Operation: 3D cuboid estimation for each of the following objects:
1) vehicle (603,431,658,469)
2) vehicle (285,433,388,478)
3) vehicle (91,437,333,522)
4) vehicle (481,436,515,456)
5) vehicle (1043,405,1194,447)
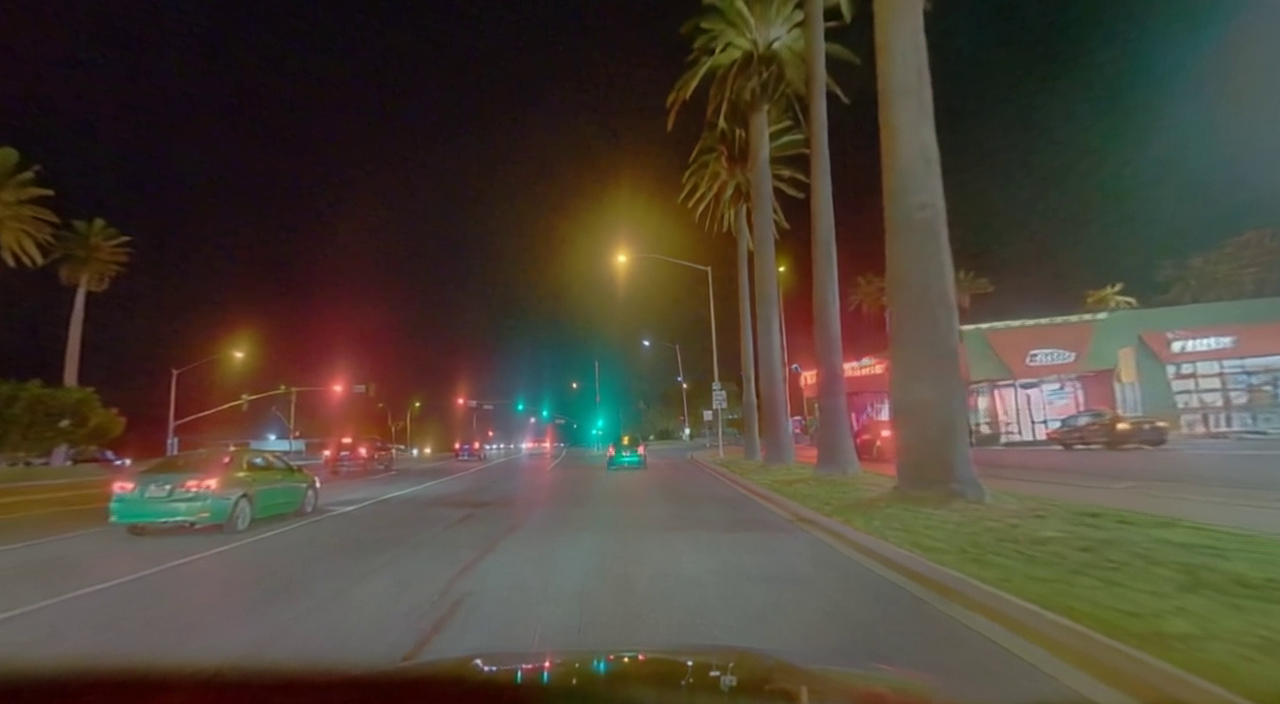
[{"bbox_3d":[-0.325,4.240,27.590,2.070,1.493,4.570,-1,-8,3],"label":"vehicle"},{"bbox_3d":[-12.358,4.218,26.169,2.108,1.669,5.076,0,-8,-5],"label":"vehicle"},{"bbox_3d":[-8.566,2.535,13.304,1.958,1.455,4.504,0,-8,0],"label":"vehicle"},{"bbox_3d":[-10.947,7.248,48.810,1.905,1.482,4.463,0,-8,-4],"label":"vehicle"},{"bbox_3d":[18.399,2.940,24.630,1.882,1.463,4.550,1,-9,-9],"label":"vehicle"}]
